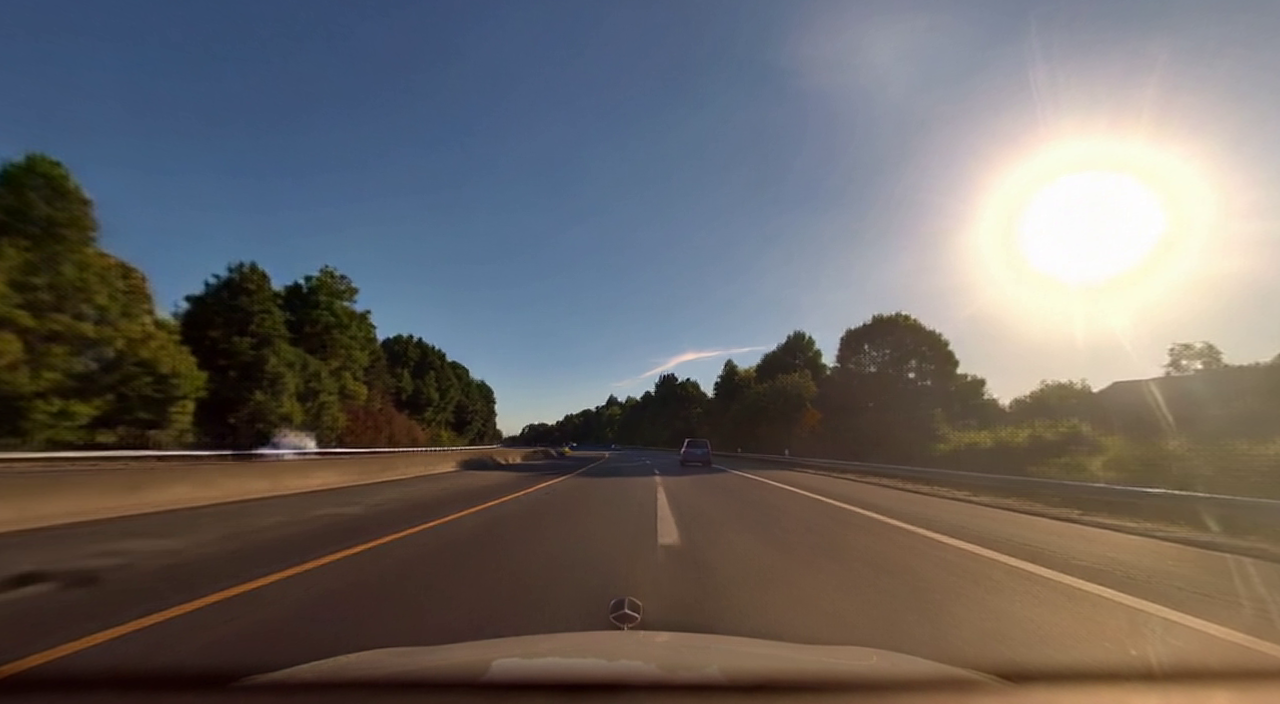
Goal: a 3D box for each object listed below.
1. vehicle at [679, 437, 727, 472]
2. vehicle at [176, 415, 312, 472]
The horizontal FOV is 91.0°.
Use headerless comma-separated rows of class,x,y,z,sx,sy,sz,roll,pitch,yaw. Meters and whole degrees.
vehicle,3.301,5.431,33.676,2.079,1.729,4.380,0,-8,0
vehicle,-14.775,3.464,23.889,2.054,1.939,4.675,0,-8,1
